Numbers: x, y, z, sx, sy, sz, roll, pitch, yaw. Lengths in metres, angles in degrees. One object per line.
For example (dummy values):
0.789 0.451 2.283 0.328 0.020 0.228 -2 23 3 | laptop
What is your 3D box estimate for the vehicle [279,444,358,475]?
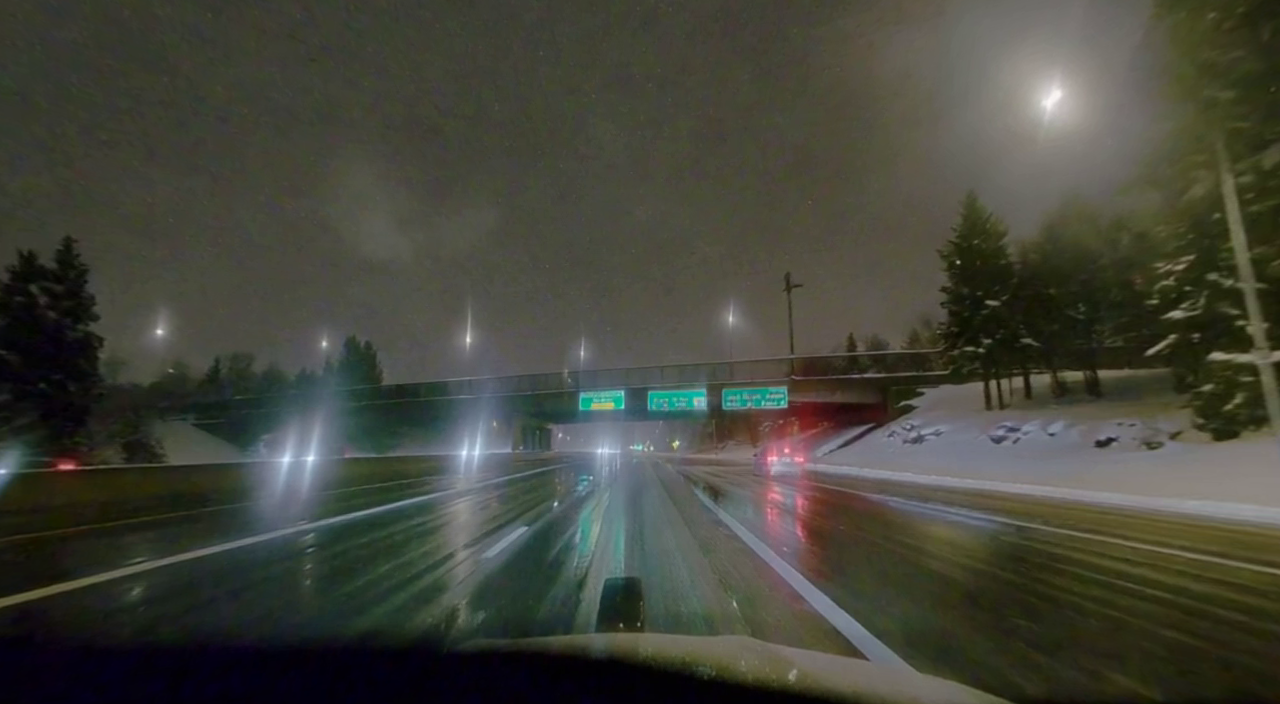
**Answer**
-21.784 7.295 43.016 2.247 1.915 5.749 0 -9 1 | vehicle
